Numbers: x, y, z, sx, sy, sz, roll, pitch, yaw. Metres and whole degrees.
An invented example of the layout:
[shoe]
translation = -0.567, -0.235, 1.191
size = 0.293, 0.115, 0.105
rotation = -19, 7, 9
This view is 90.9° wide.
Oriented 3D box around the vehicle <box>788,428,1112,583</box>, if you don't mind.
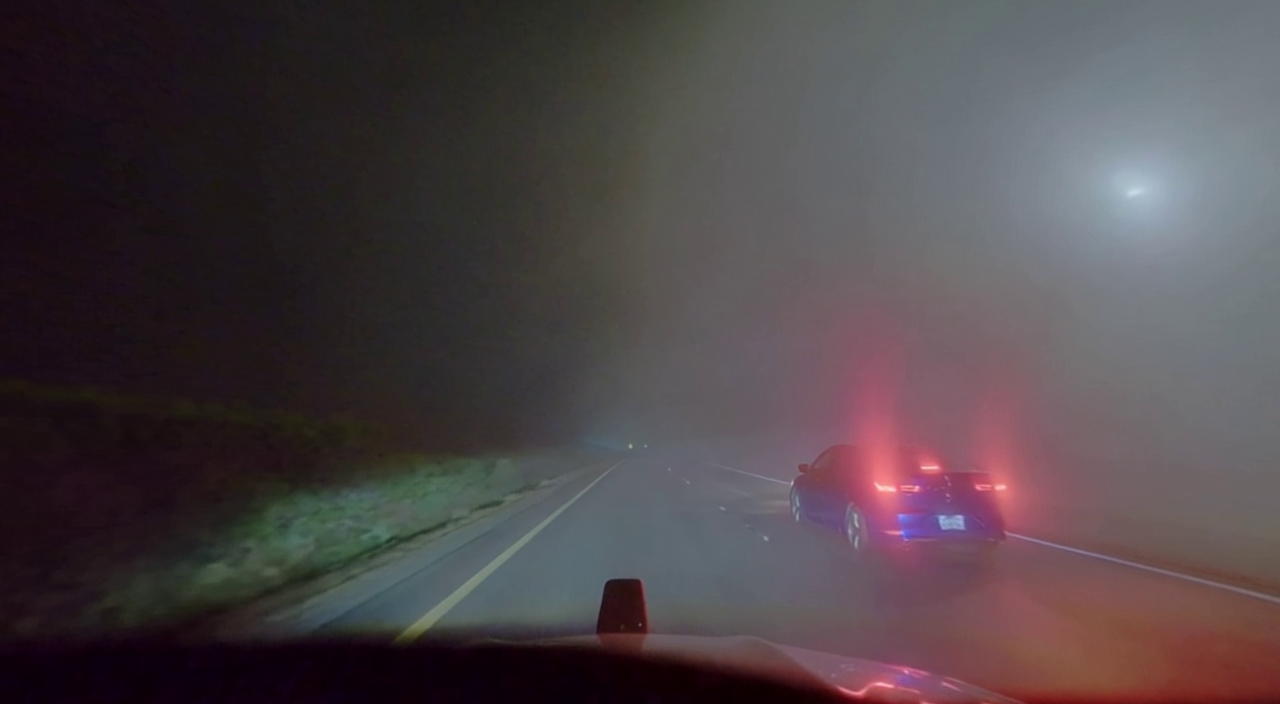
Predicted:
[vehicle]
translation = 3.515, 1.813, 8.355
size = 2.003, 1.466, 4.441
rotation = 0, -9, 0
